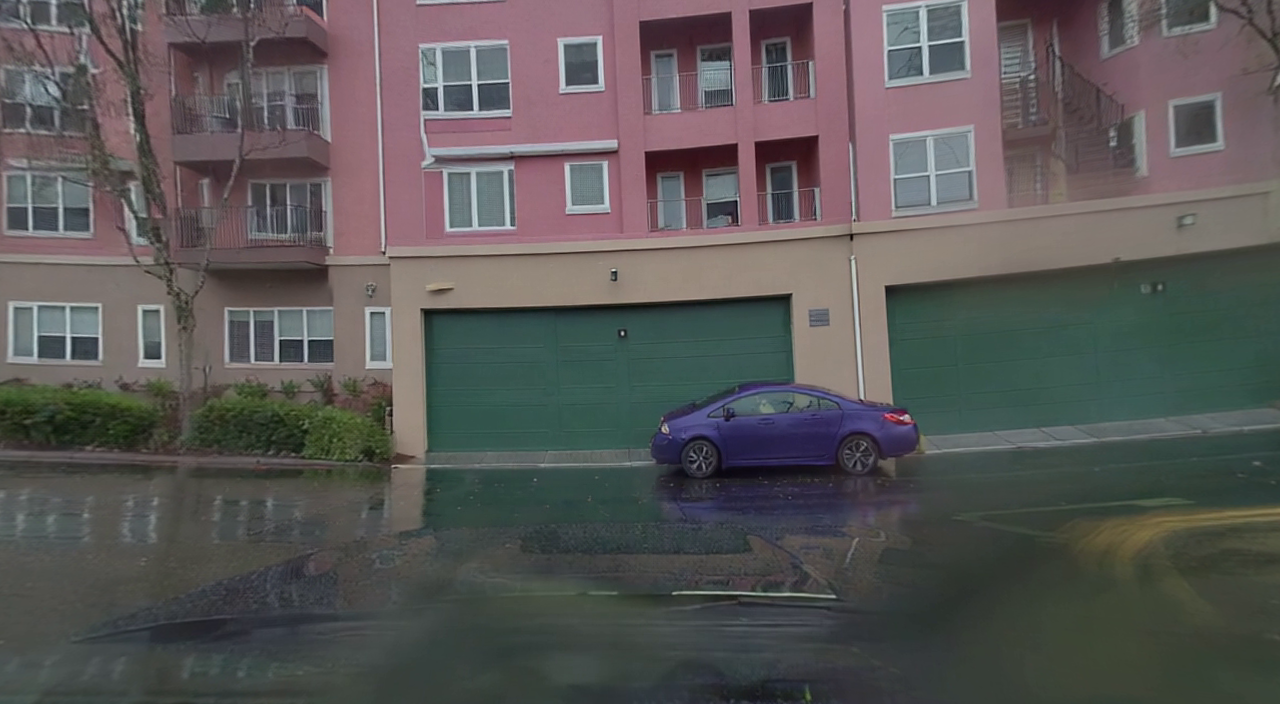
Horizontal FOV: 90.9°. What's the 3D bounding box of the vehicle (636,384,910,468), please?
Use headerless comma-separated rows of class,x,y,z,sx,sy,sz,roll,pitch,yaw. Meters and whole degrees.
vehicle,2.293,1.413,11.838,4.697,1.444,1.825,0,-8,-1

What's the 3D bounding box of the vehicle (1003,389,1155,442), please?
vehicle,15.756,2.320,22.802,3.905,1.475,2.057,-5,-7,-4
